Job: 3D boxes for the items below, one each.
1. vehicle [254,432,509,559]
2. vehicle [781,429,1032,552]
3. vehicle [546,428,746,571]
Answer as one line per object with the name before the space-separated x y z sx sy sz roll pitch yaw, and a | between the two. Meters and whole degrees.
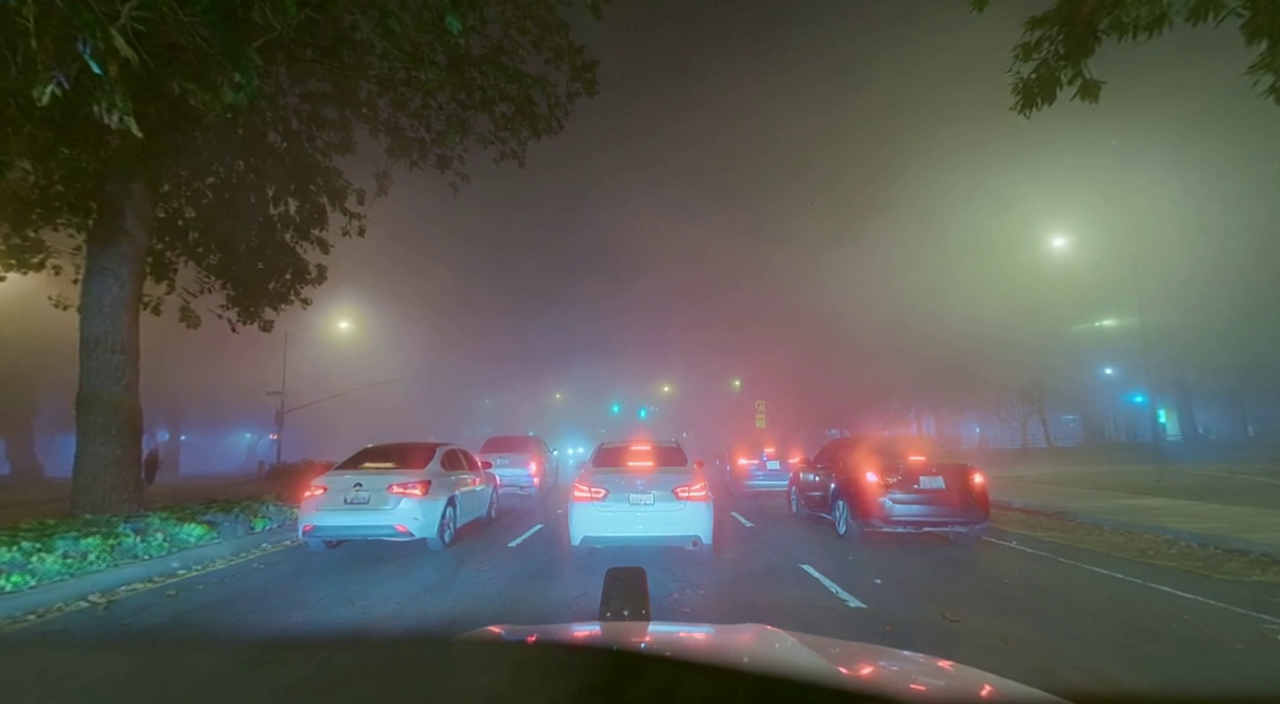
vehicle | -3.464 1.985 9.469 2.002 1.465 4.098 0 -8 1
vehicle | 3.784 2.029 10.028 1.990 1.486 4.431 0 -8 -1
vehicle | 0.046 1.842 8.660 2.101 1.480 3.929 0 -8 0
